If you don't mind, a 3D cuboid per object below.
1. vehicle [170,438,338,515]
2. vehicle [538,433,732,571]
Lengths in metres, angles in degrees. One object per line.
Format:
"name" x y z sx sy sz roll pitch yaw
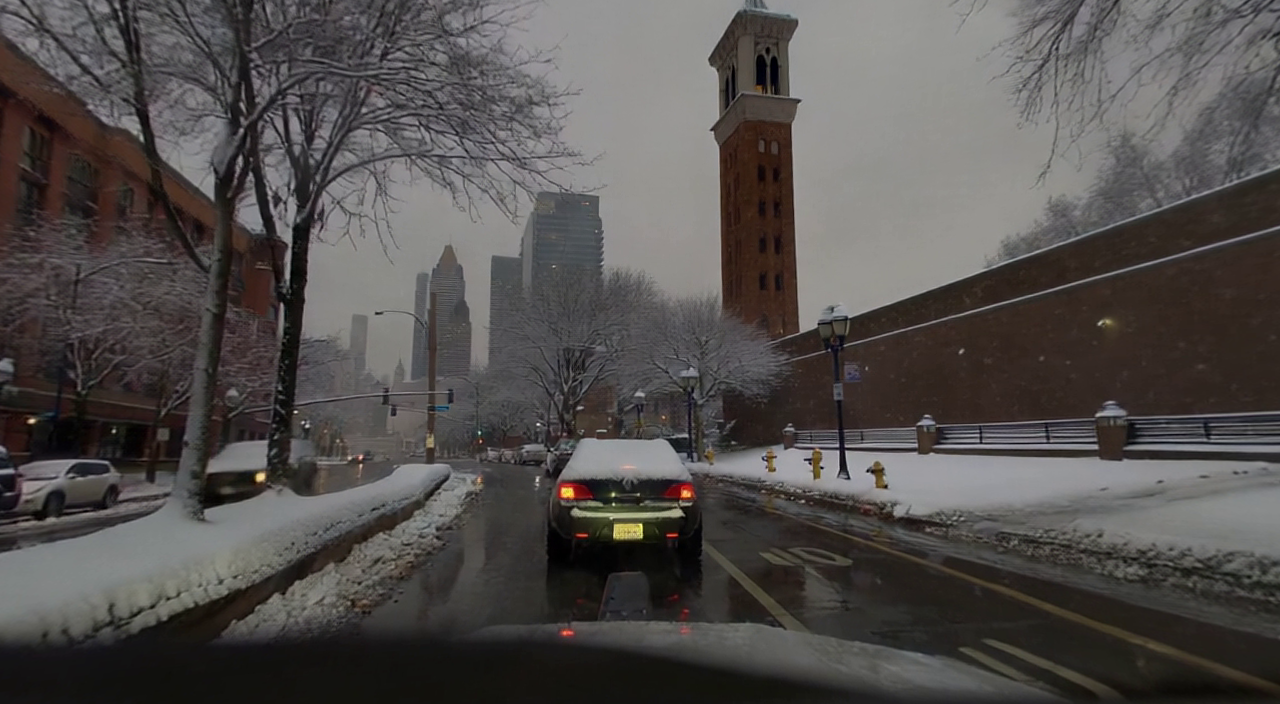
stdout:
"vehicle" -9.907 3.176 16.712 2.179 1.698 4.549 1 -9 -10
"vehicle" -0.241 1.942 9.007 2.142 1.475 4.051 1 -8 -6
